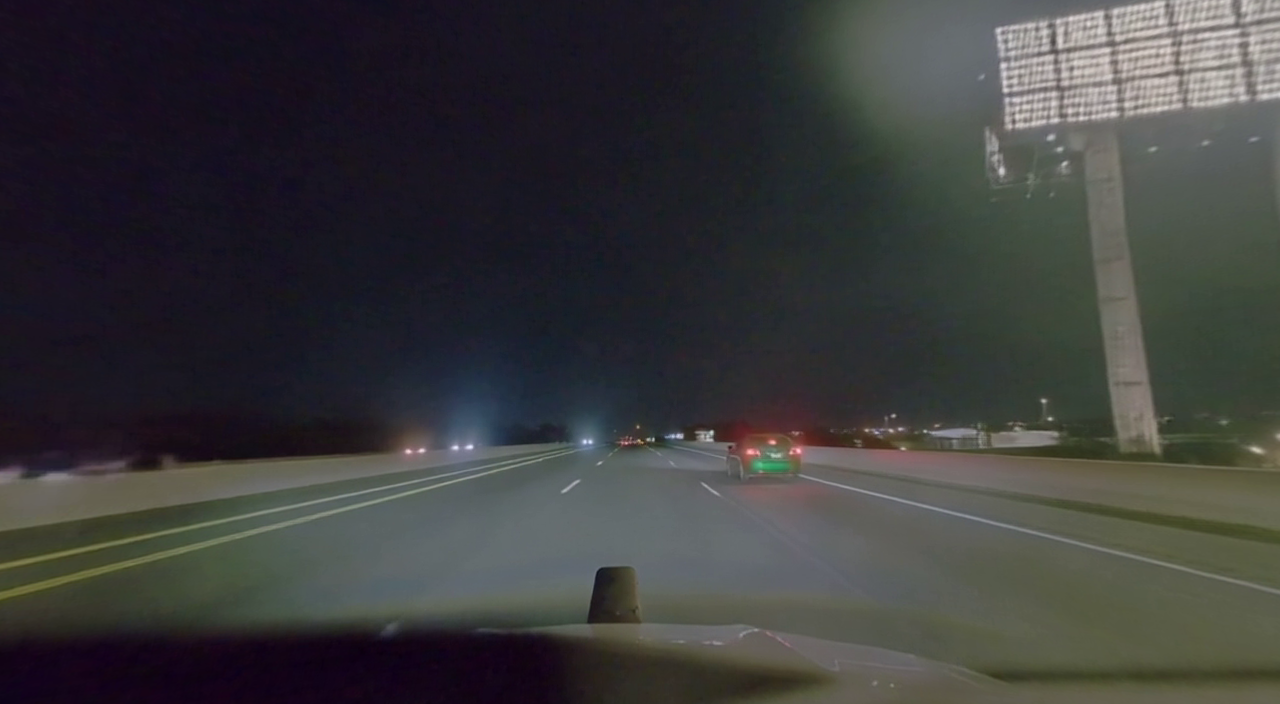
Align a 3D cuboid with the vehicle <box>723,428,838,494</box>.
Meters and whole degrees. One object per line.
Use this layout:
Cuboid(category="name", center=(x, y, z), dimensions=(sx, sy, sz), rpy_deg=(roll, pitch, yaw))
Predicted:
Cuboid(category="vehicle", center=(3.452, 2.747, 16.253), dimensions=(1.946, 1.481, 3.969), rpy_deg=(0, -8, -2))
